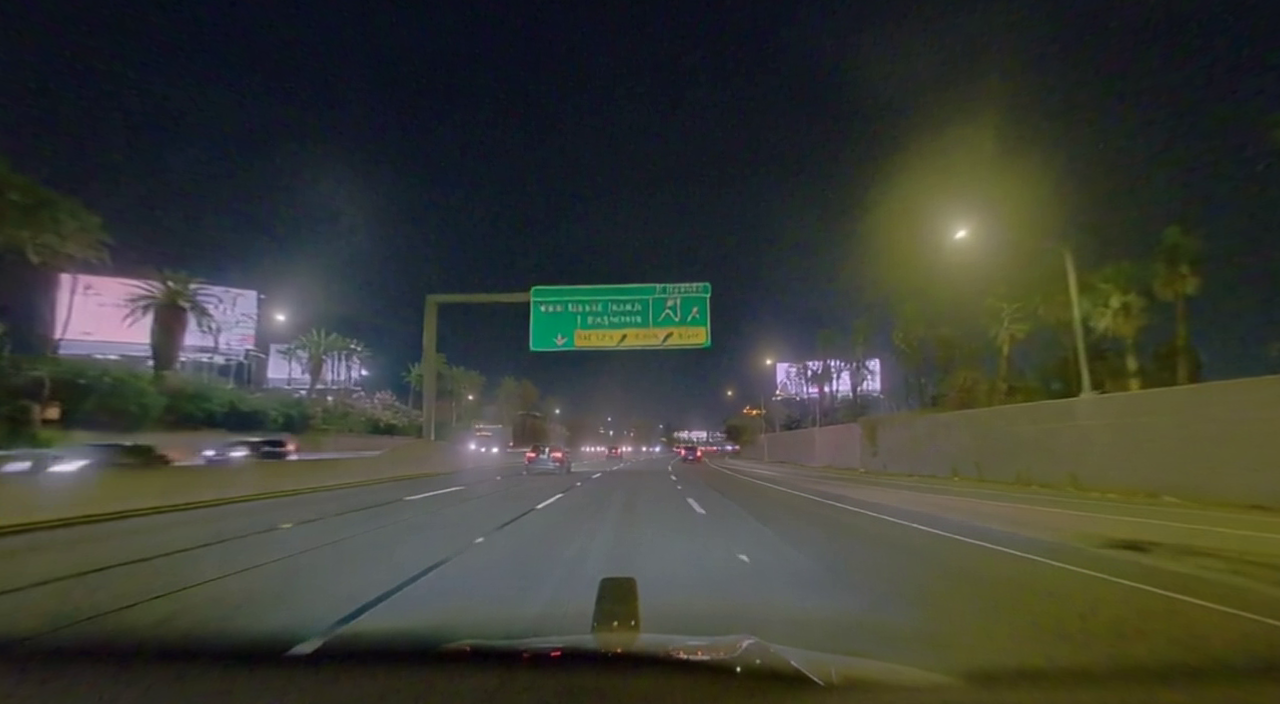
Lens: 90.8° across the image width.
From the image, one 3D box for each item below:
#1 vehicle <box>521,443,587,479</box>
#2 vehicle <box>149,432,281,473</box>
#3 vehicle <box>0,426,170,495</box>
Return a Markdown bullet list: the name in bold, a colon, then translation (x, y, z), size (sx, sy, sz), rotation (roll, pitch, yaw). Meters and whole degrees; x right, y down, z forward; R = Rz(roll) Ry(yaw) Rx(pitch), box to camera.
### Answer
- **vehicle**: translation (-3.686, 4.770, 28.012), size (2.078, 1.457, 4.648), rotation (0, -9, 2)
- **vehicle**: translation (-17.894, 4.272, 26.998), size (2.065, 1.599, 5.006), rotation (0, -9, 1)
- **vehicle**: translation (-14.668, 2.719, 16.166), size (1.853, 1.509, 4.397), rotation (0, -9, 1)
